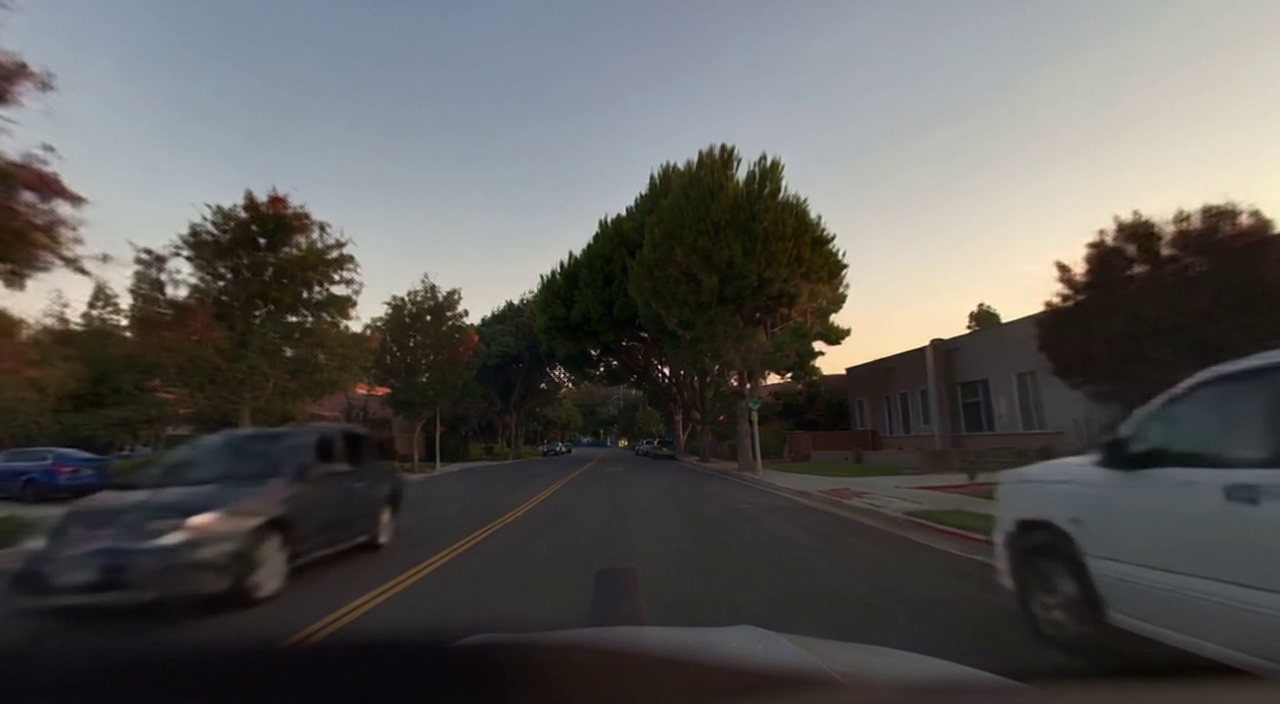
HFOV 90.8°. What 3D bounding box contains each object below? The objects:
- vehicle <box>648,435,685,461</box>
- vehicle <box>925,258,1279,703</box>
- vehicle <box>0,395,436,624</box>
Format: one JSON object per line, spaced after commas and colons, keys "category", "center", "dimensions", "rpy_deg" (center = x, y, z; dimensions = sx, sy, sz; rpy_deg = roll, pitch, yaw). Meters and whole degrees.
{"category": "vehicle", "center": [1.964, 7.310, 48.219], "dimensions": [2.248, 1.821, 5.021], "rpy_deg": [0, -8, -4]}
{"category": "vehicle", "center": [3.593, 0.677, 2.505], "dimensions": [2.393, 2.012, 5.060], "rpy_deg": [0, -8, -2]}
{"category": "vehicle", "center": [-4.091, 1.560, 7.240], "dimensions": [2.088, 1.772, 4.375], "rpy_deg": [0, -8, -1]}
